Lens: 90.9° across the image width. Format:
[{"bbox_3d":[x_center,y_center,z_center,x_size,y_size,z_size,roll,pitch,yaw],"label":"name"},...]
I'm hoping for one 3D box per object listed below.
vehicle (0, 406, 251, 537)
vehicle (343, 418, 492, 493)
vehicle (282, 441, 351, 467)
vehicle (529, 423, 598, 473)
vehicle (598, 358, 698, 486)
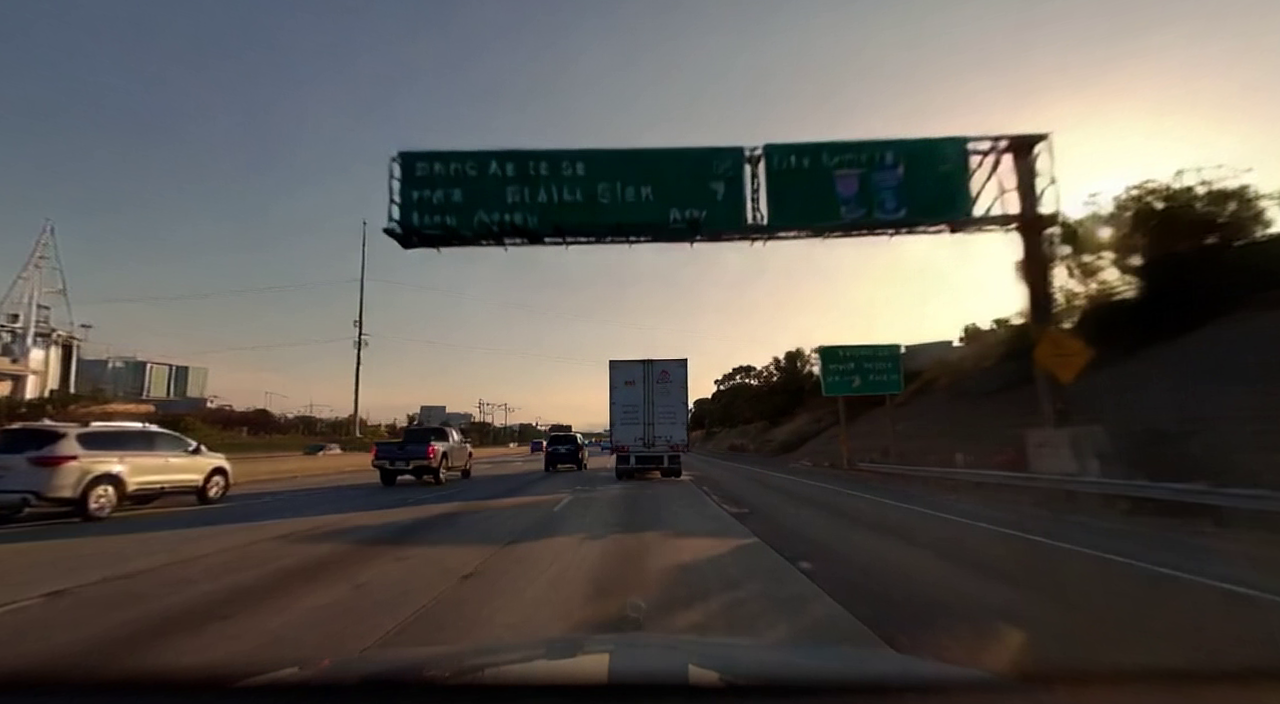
[{"bbox_3d":[-10.341,2.159,11.975,2.089,1.885,5.888,0,-9,1],"label":"vehicle"},{"bbox_3d":[-6.685,3.233,19.971,2.479,1.978,5.952,0,-9,1],"label":"vehicle"},{"bbox_3d":[-20.438,6.456,40.051,1.905,1.536,4.649,0,-9,0],"label":"vehicle"},{"bbox_3d":[-3.419,4.497,29.621,2.379,2.075,6.169,0,-9,1],"label":"vehicle"},{"bbox_3d":[0.198,2.792,23.687,2.941,3.794,9.851,0,-9,0],"label":"vehicle"}]
